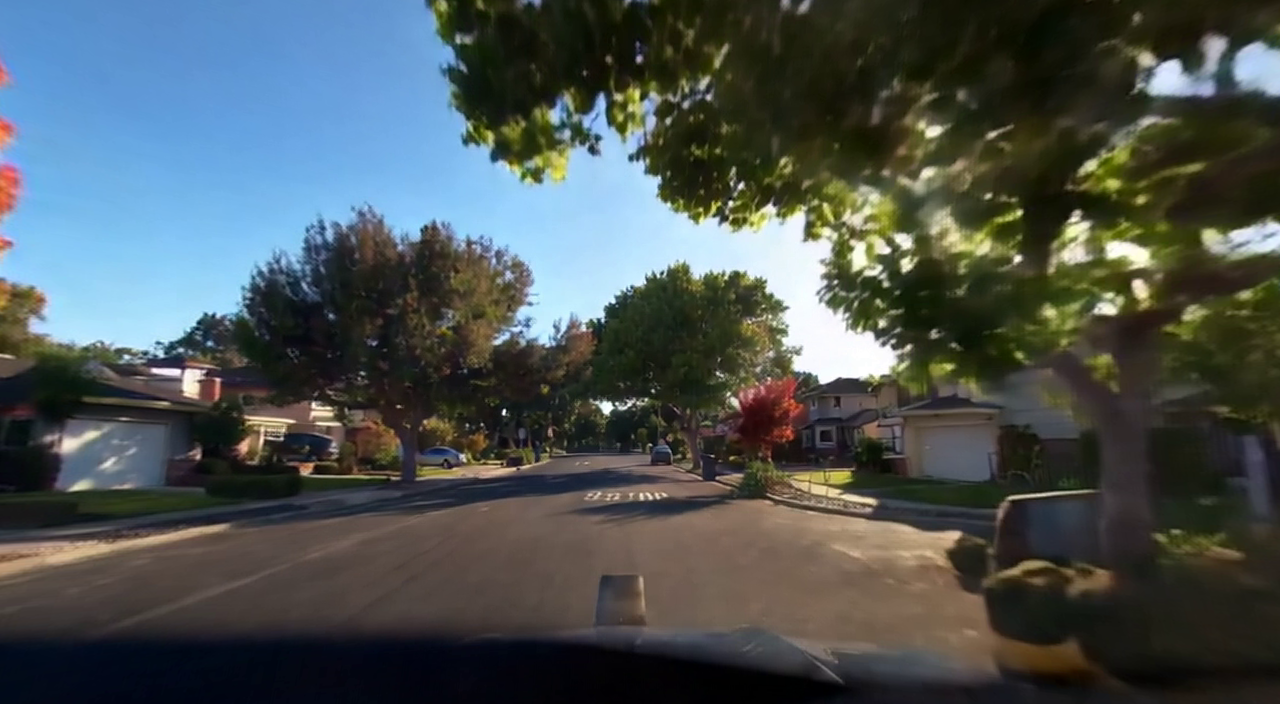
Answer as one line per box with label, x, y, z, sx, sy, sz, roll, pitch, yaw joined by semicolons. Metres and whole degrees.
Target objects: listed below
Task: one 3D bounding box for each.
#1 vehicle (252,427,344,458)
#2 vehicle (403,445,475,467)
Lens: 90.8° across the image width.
vehicle;-19.207;5.124;35.603;4.093;1.661;1.765;0;-9;-6
vehicle;-14.394;7.451;45.530;4.572;1.522;1.999;1;-9;-5
